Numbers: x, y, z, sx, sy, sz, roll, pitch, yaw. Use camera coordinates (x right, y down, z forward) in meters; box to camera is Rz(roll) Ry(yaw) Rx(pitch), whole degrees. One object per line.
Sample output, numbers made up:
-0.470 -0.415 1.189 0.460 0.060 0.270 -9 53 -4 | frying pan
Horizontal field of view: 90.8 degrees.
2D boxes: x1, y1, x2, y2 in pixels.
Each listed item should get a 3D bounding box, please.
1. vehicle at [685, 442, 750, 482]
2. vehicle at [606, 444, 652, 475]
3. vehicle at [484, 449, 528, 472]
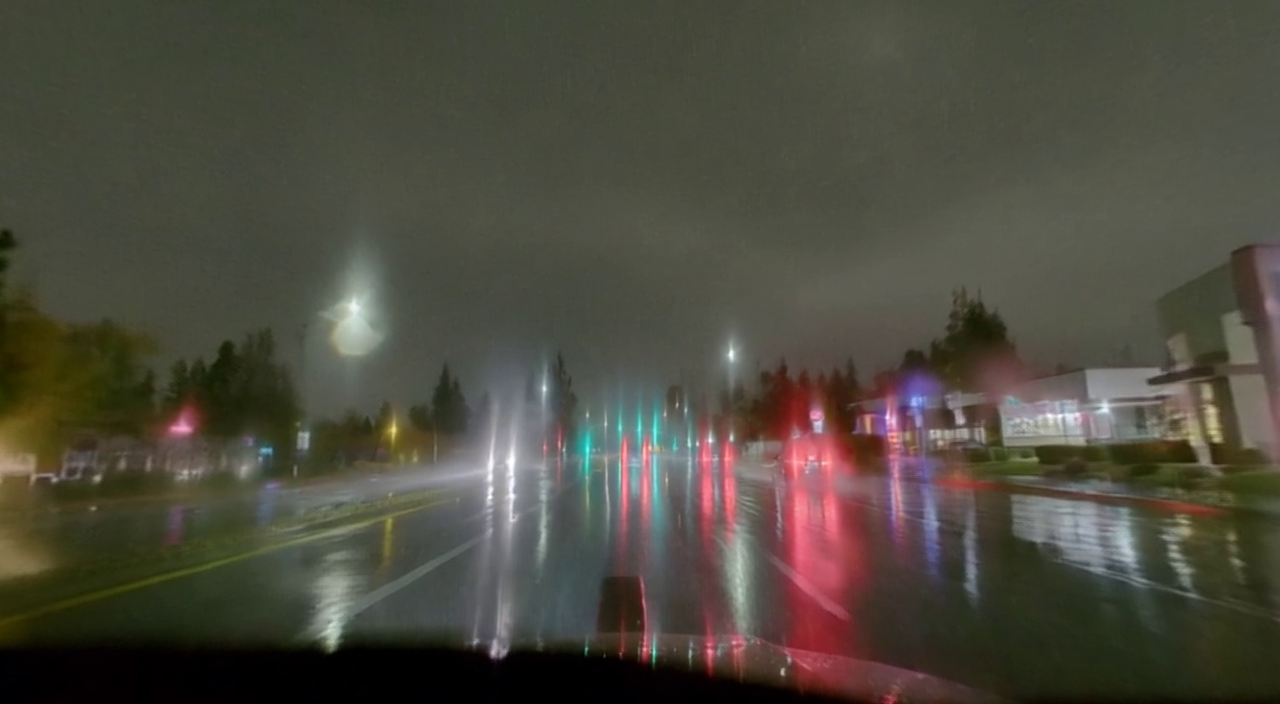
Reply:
3.101 4.528 26.294 2.057 1.491 4.675 0 -8 -1 | vehicle
-0.500 5.516 32.722 2.242 1.474 4.127 0 -8 0 | vehicle
-9.608 7.798 45.674 2.140 1.549 4.590 0 -8 1 | vehicle
